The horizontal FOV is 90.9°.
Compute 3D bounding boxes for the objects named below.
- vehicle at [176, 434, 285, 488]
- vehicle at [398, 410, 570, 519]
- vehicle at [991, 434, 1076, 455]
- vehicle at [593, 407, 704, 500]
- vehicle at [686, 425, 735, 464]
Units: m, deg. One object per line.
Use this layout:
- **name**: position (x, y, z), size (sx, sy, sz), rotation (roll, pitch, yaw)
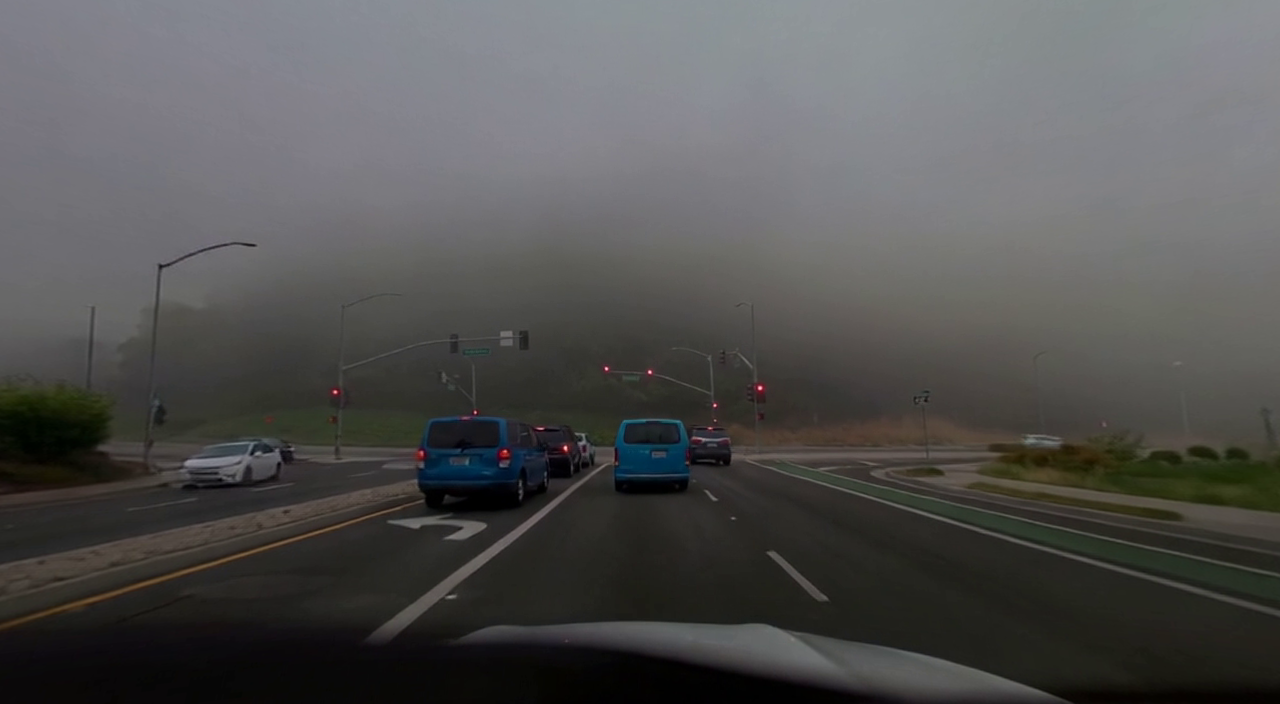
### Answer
- **vehicle**: position (-14.931, 3.961, 23.338), size (2.053, 1.754, 4.717), rotation (2, -9, -17)
- **vehicle**: position (-2.818, 2.183, 12.666), size (2.131, 1.783, 4.540), rotation (0, -8, 2)
- **vehicle**: position (28.505, 6.697, 45.753), size (4.914, 1.470, 1.803), rotation (-1, -8, 3)
- **vehicle**: position (0.200, 2.346, 14.757), size (2.185, 1.822, 4.391), rotation (0, -8, 1)
- **vehicle**: position (3.210, 4.299, 29.372), size (1.817, 1.662, 3.843), rotation (0, -8, -1)
